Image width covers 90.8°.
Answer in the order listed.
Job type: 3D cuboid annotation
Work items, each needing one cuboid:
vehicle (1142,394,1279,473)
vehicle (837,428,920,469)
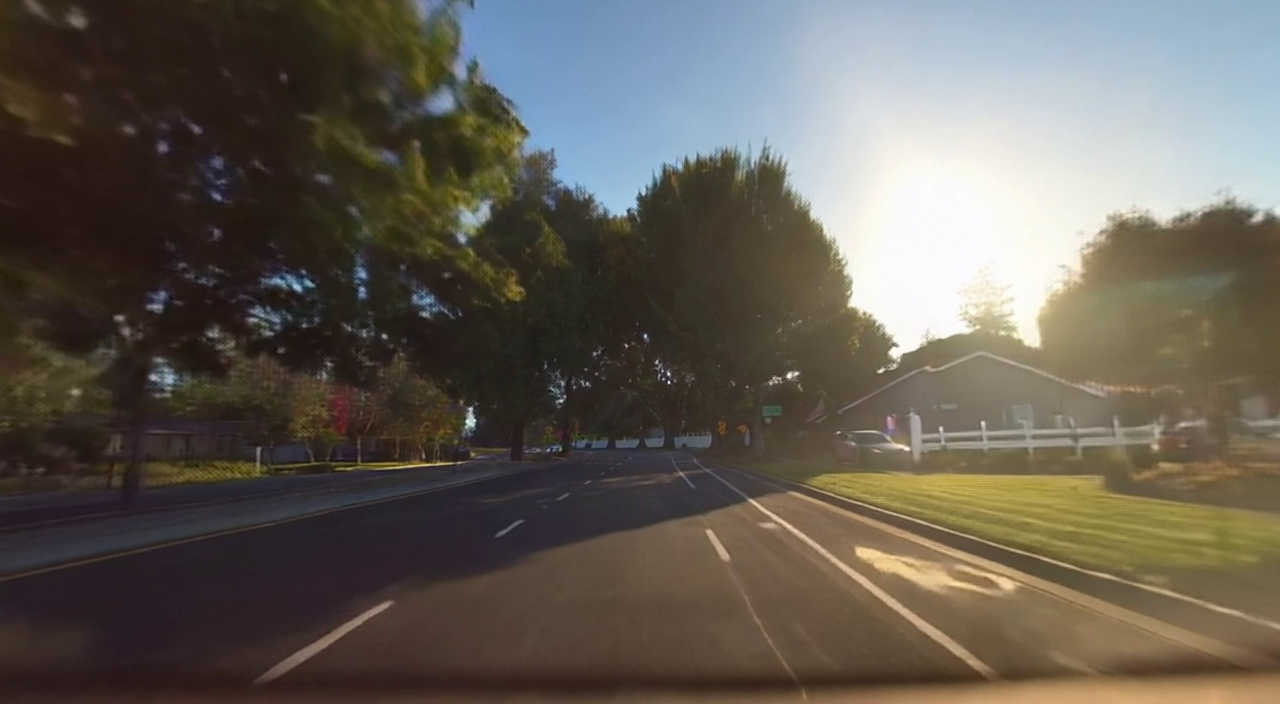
[{"bbox_3d":[21.519,2.911,22.487,5.234,2.631,2.232,0,-8,-1],"label":"vehicle"},{"bbox_3d":[10.659,4.362,28.612,1.938,1.695,4.296,0,-8,-2],"label":"vehicle"}]
